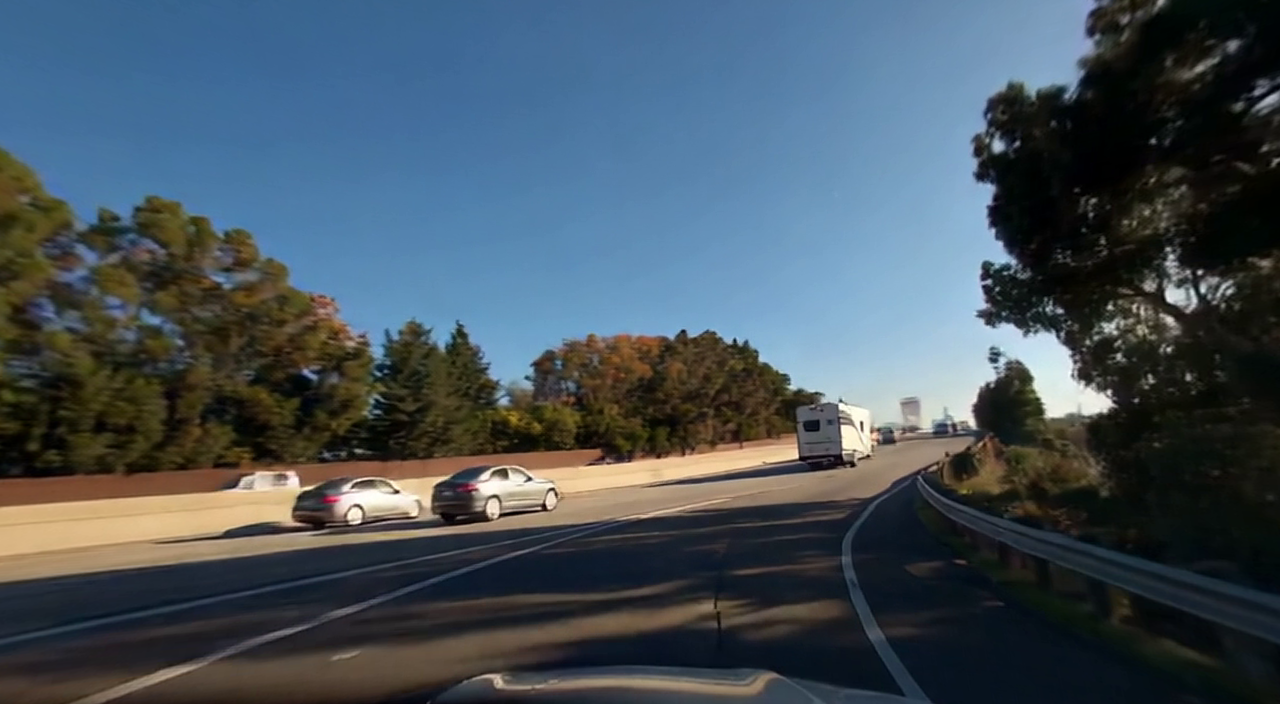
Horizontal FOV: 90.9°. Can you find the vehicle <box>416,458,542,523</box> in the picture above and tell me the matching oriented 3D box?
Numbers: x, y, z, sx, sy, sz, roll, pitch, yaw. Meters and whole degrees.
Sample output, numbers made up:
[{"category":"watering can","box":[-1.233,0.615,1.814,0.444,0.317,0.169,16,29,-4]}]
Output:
[{"category":"vehicle","box":[-4.415,3.780,17.649,1.778,1.560,3.030,-5,-10,28]}]

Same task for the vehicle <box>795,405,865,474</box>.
[{"category":"vehicle","box":[13.643,6.283,44.692,3.123,4.328,9.076,-5,-10,26]}]

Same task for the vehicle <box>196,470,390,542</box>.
[{"category":"vehicle","box":[-9.129,4.017,16.995,1.872,1.536,4.134,-5,-10,28]}]
